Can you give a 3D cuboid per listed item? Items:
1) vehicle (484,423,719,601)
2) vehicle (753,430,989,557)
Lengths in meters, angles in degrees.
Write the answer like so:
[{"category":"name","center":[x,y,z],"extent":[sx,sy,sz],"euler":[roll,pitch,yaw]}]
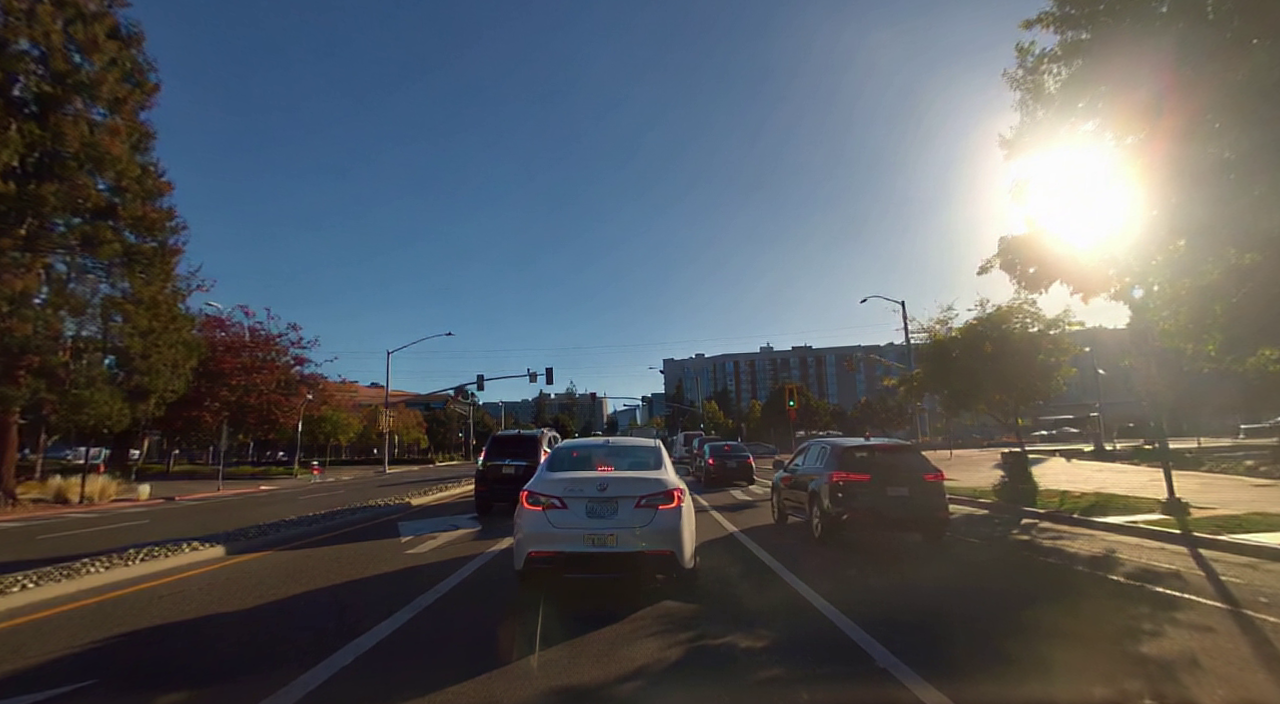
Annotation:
[{"category":"vehicle","center":[-0.353,1.635,7.234],"extent":[2.006,1.487,3.535],"euler":[0,-9,-1]},{"category":"vehicle","center":[3.136,2.004,9.700],"extent":[1.910,1.474,4.263],"euler":[0,-9,-2]}]
